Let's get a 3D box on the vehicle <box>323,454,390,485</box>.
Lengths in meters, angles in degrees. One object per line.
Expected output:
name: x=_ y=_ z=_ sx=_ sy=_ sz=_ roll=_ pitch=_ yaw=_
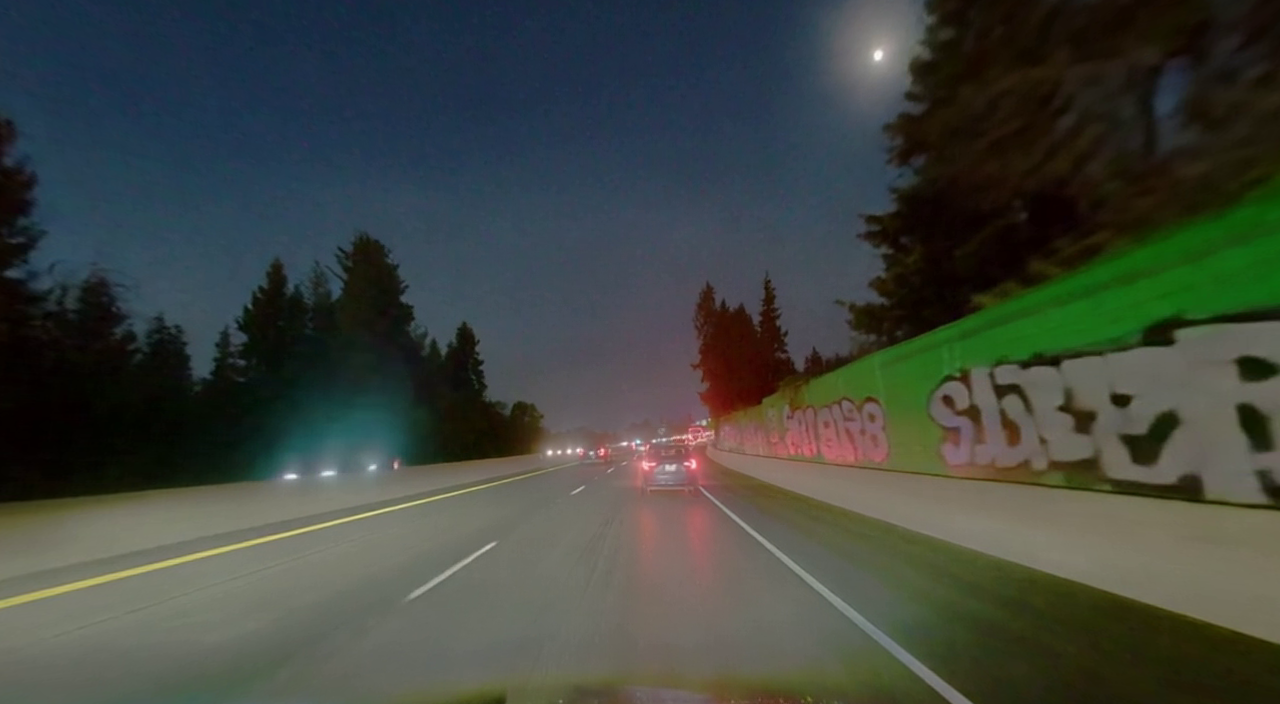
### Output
vehicle: x=-14.255 y=5.880 z=31.804 sx=1.684 sy=1.412 sz=3.399 roll=0 pitch=-8 yaw=2

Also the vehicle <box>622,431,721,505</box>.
vehicle: x=0.679 y=2.733 z=15.222 sx=2.077 sy=1.533 sz=3.854 roll=0 pitch=-8 yaw=1

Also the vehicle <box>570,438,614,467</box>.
vehicle: x=-2.691 y=5.734 z=36.163 sx=2.105 sy=1.571 sz=3.727 roll=-1 pitch=-8 yaw=3
